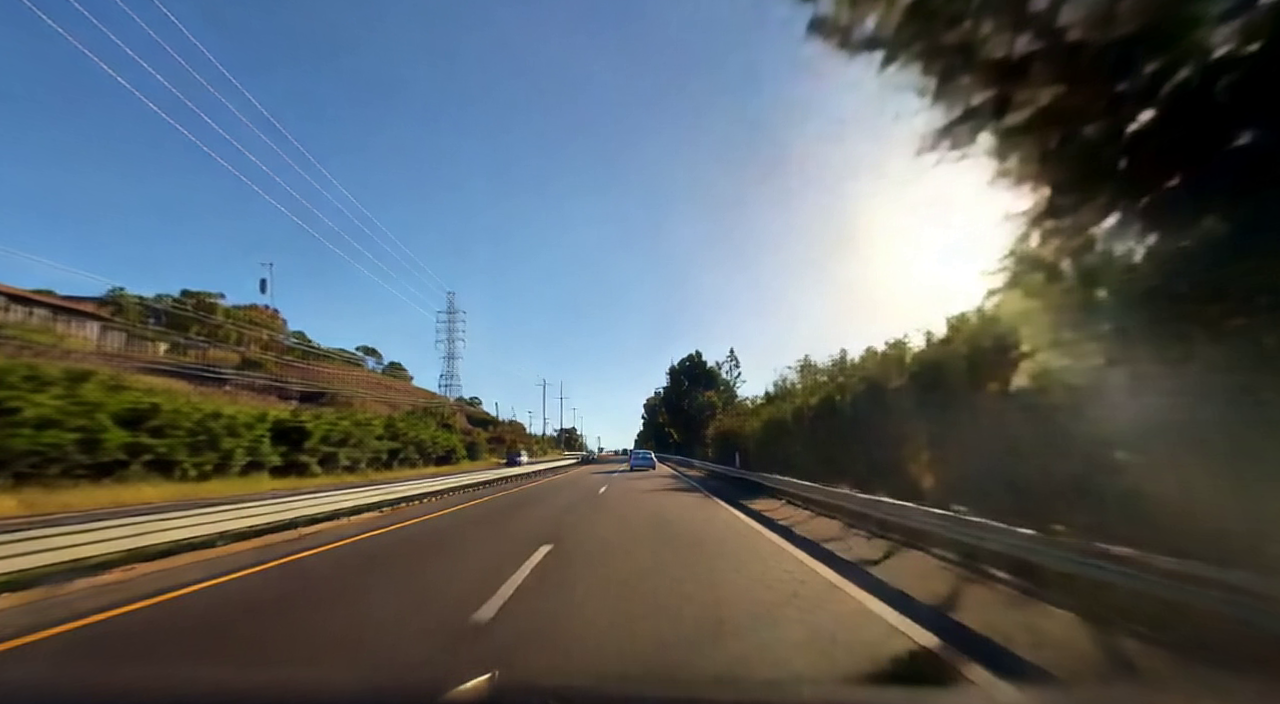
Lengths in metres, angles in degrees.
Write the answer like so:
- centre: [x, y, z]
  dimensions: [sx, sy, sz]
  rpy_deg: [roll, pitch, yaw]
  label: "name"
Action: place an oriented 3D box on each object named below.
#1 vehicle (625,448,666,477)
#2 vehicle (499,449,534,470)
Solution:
- centre: [0.244, 6.002, 34.353]
  dimensions: [2.080, 1.486, 3.813]
  rpy_deg: [0, -9, -1]
  label: "vehicle"
- centre: [-9.058, 7.893, 46.392]
  dimensions: [1.838, 1.480, 3.699]
  rpy_deg: [0, -9, 0]
  label: "vehicle"
